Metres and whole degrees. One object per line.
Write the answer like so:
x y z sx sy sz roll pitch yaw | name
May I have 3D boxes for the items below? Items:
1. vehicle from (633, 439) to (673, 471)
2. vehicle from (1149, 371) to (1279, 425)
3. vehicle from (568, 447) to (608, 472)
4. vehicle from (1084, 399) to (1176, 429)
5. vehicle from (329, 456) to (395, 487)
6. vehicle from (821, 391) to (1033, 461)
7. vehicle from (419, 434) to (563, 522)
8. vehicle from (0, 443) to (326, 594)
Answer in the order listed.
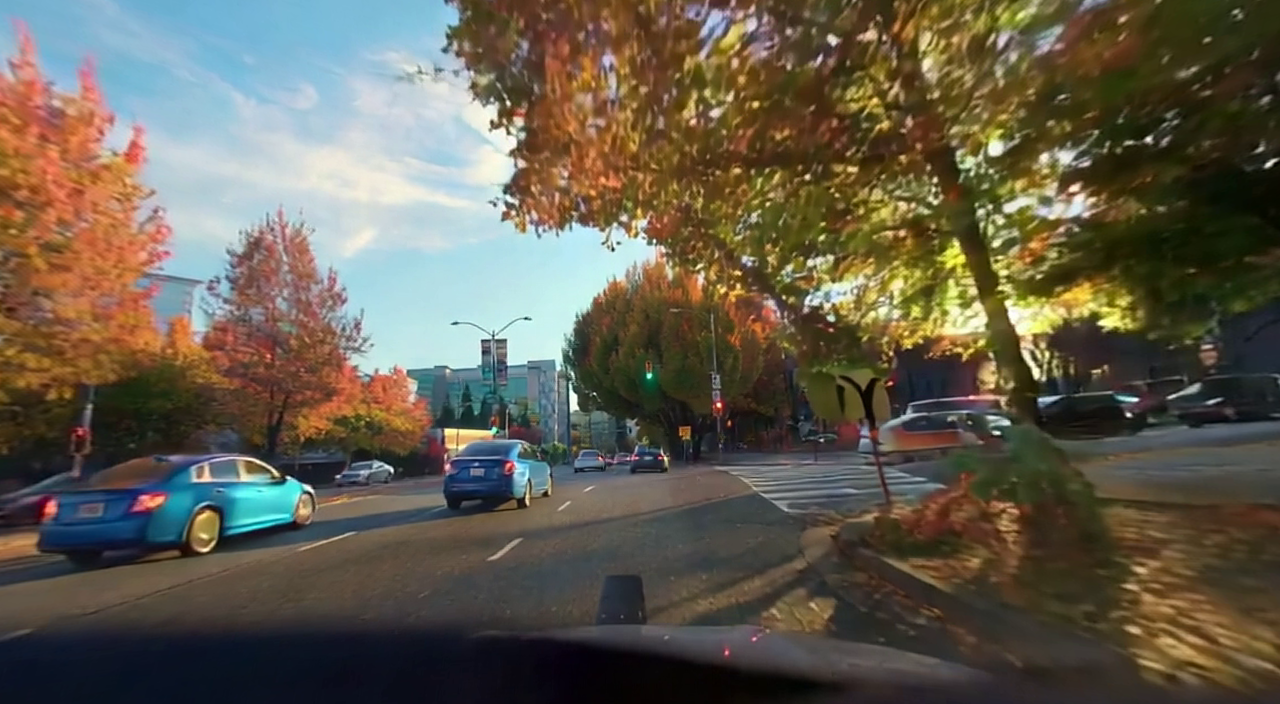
0.706 5.906 36.300 2.144 1.704 4.028 1 -8 0 | vehicle
21.765 1.715 22.880 4.625 1.760 2.065 1 -8 3 | vehicle
-3.301 6.926 40.762 2.068 1.482 4.490 1 -8 2 | vehicle
33.073 4.221 42.634 1.936 1.662 4.334 0 -9 -30 | vehicle
-18.559 7.951 42.325 2.031 1.818 4.887 1 -8 2 | vehicle
10.188 2.711 22.774 6.464 2.280 2.483 1 -8 -4 | vehicle
-3.183 2.782 14.581 2.085 1.663 4.513 1 -8 2 | vehicle
-6.670 2.147 9.117 1.932 1.596 4.247 1 -8 1 | vehicle
